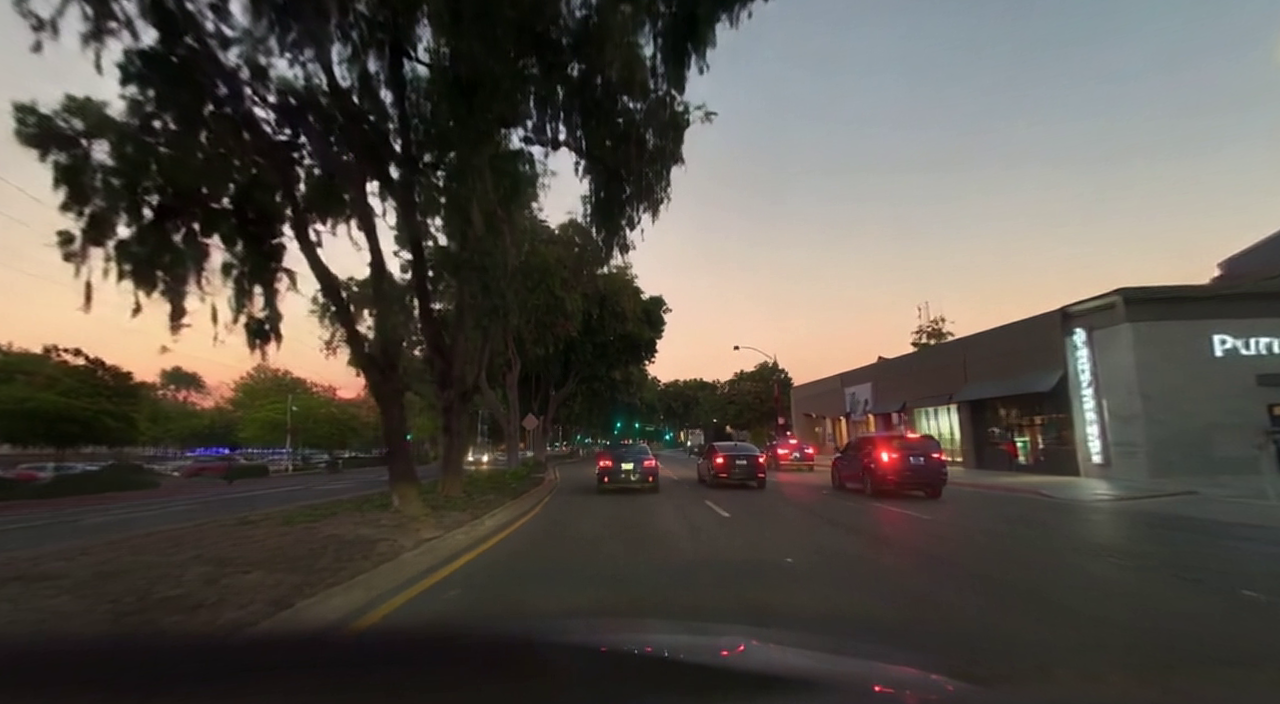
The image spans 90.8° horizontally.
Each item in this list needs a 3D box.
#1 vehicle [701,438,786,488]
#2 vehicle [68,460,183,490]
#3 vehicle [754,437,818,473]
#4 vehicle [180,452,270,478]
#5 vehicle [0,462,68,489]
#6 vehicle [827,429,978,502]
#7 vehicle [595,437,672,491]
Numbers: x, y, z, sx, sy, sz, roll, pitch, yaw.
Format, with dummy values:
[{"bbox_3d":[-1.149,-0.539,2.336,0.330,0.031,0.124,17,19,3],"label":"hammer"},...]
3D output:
[{"bbox_3d":[3.326,3.667,21.182,1.993,1.477,4.240,0,-8,-2],"label":"vehicle"},{"bbox_3d":[-28.176,6.714,34.681,4.693,1.499,1.838,0,-8,0],"label":"vehicle"},{"bbox_3d":[7.226,5.159,31.772,2.025,1.666,4.448,0,-8,-2],"label":"vehicle"},{"bbox_3d":[-28.042,7.634,42.799,4.640,1.640,2.026,-1,-8,1],"label":"vehicle"},{"bbox_3d":[-41.076,8.145,41.897,1.864,1.585,4.629,0,-8,-1],"label":"vehicle"},{"bbox_3d":[7.006,3.071,17.569,2.052,1.708,4.842,0,-8,-1],"label":"vehicle"},{"bbox_3d":[-0.273,3.377,19.460,2.101,1.444,4.248,0,-8,-2],"label":"vehicle"}]
